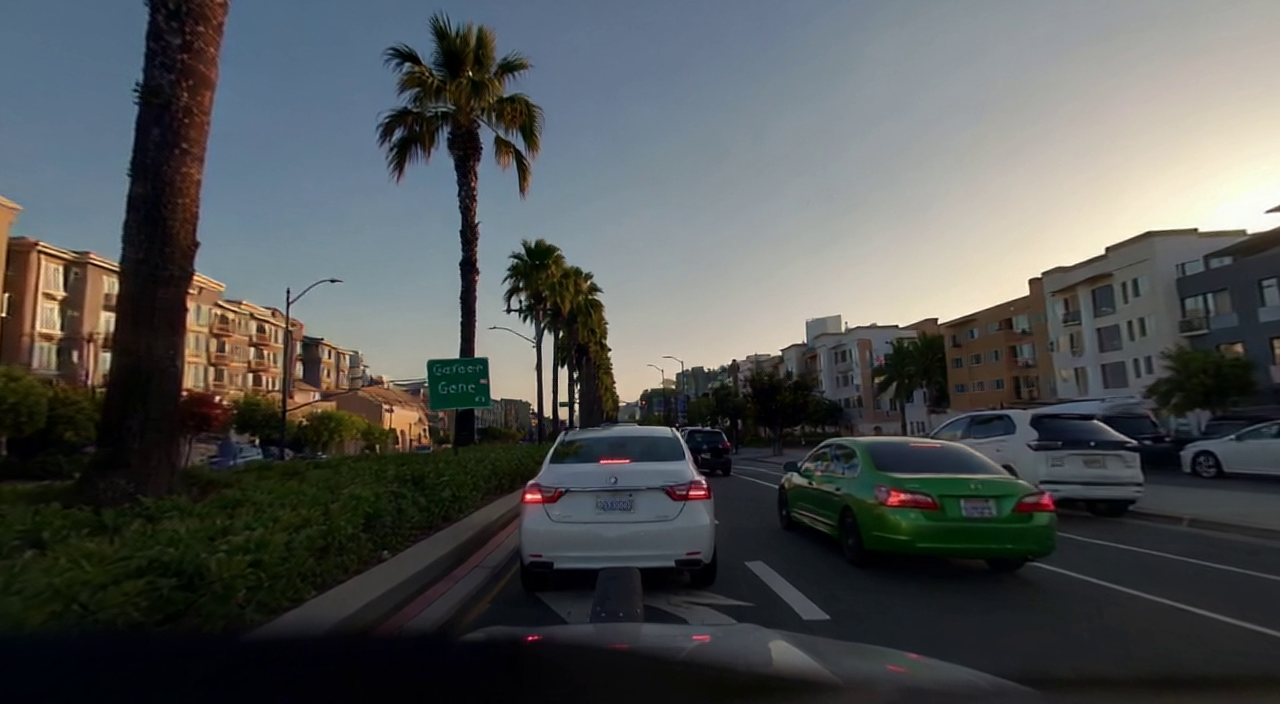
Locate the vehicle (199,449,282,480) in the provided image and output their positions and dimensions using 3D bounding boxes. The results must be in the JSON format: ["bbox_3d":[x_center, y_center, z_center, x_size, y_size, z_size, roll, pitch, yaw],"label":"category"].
[{"bbox_3d":[-20.496,5.766,32.640,1.764,1.510,3.827,0,-8,0],"label":"vehicle"}]

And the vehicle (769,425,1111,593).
[{"bbox_3d":[3.123,1.715,7.859,1.925,1.451,4.436,0,-8,-2],"label":"vehicle"}]

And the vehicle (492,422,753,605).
[{"bbox_3d":[-0.158,1.641,7.289,2.158,1.498,3.919,0,-8,0],"label":"vehicle"}]
